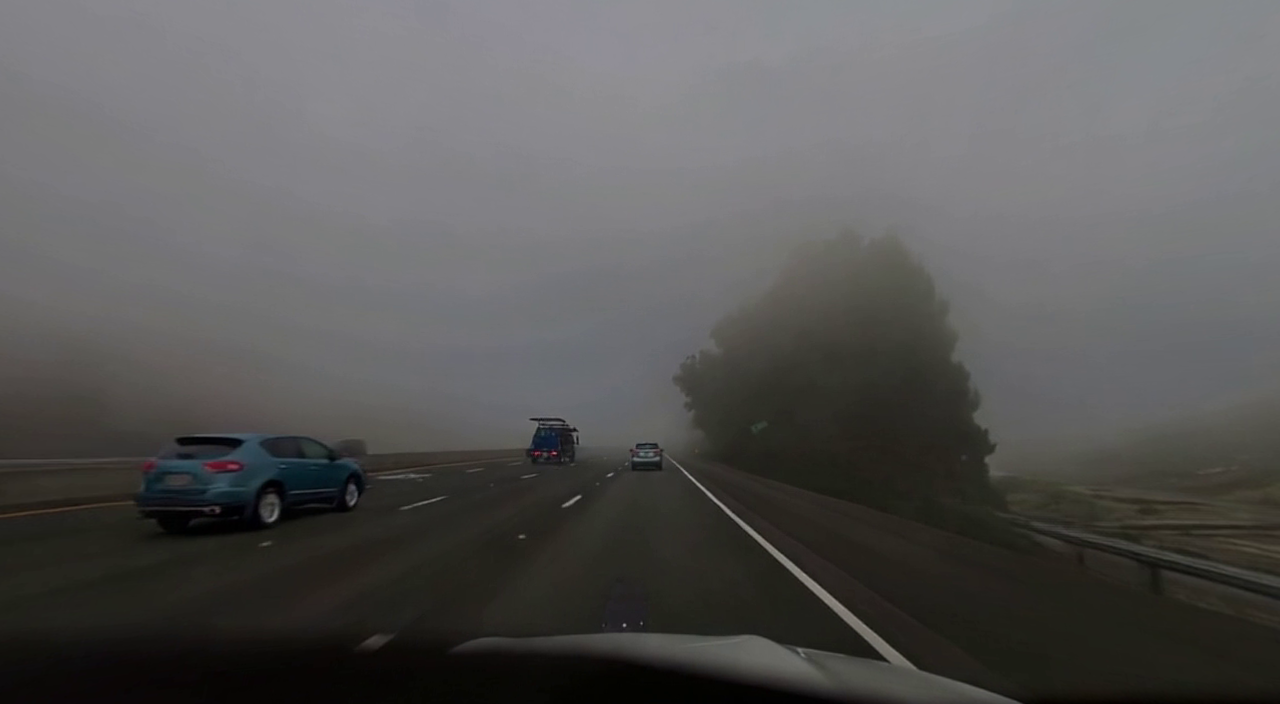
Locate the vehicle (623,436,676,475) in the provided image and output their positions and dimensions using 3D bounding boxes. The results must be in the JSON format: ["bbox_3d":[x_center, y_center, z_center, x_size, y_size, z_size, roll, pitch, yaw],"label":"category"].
[{"bbox_3d":[0.478,4.898,30.057,2.336,1.722,4.212,0,-8,1],"label":"vehicle"}]

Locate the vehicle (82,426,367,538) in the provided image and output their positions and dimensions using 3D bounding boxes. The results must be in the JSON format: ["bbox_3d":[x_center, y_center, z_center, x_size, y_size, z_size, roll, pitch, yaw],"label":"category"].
[{"bbox_3d":[-7.176,2.262,11.683,2.115,1.644,4.513,0,-8,1],"label":"vehicle"}]

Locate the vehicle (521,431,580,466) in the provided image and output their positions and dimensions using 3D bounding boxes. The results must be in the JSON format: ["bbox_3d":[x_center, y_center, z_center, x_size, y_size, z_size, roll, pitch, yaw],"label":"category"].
[{"bbox_3d":[-6.115,6.734,44.217,2.827,2.236,7.057,0,-8,2],"label":"vehicle"}]
